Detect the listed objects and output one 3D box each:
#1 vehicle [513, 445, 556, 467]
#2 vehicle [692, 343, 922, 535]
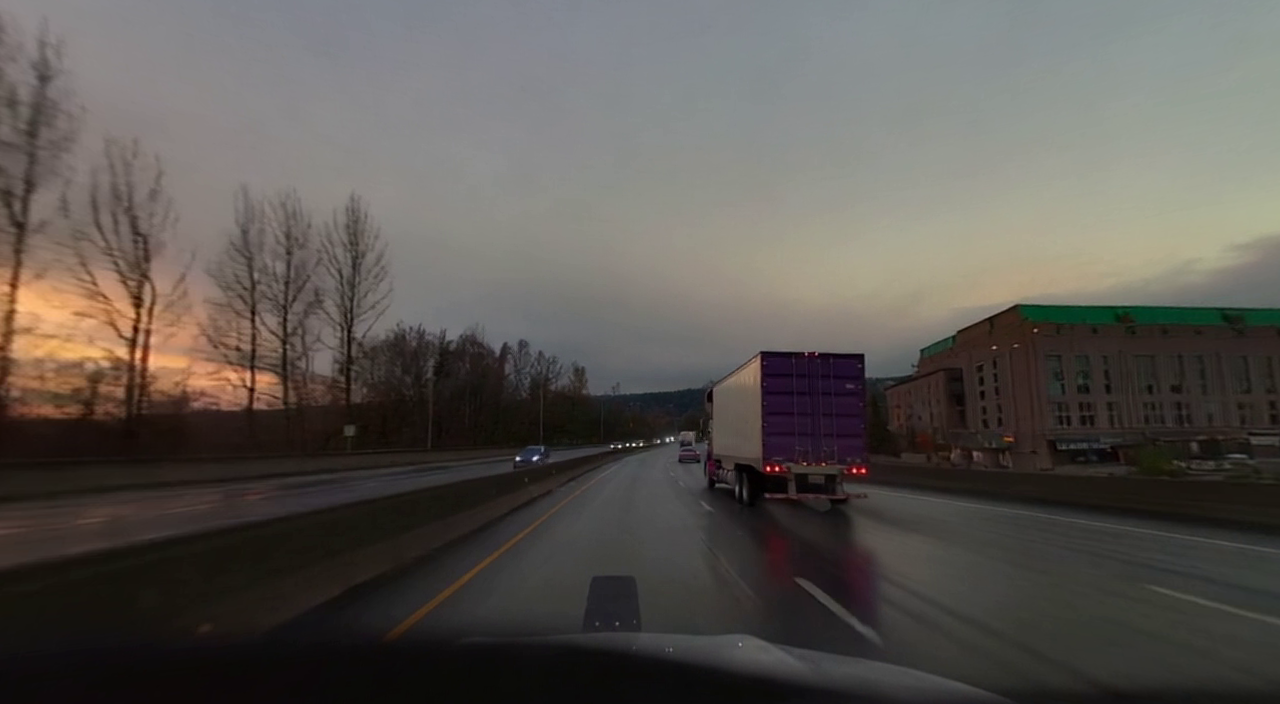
[{"bbox_3d":[-7.749,7.699,46.495,1.962,1.539,4.572,-1,-9,5],"label":"vehicle"},{"bbox_3d":[3.700,2.687,18.952,2.916,3.563,14.462,0,-9,0],"label":"vehicle"}]
